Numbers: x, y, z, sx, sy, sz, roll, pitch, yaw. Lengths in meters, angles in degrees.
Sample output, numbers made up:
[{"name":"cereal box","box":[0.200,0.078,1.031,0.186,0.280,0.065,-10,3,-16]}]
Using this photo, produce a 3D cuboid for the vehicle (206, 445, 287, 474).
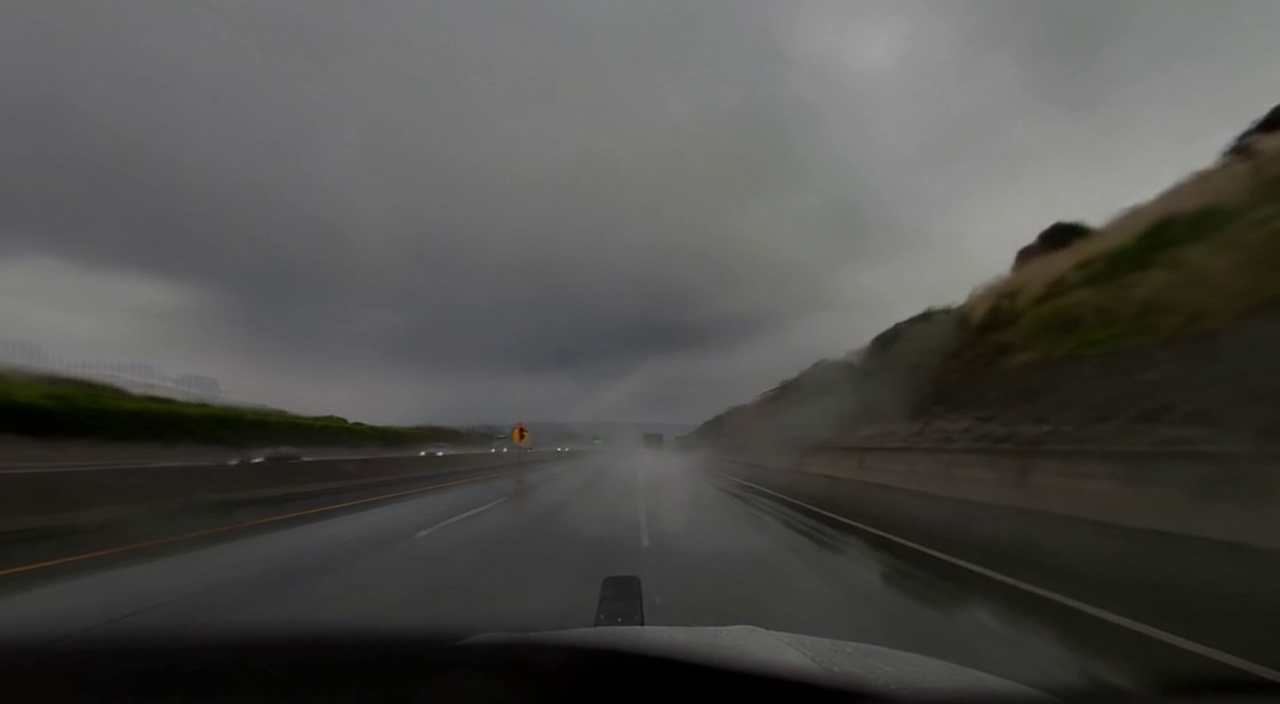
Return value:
[{"name":"vehicle","box":[-21.275,5.820,34.192,1.886,1.458,3.828,0,-9,0]}]
